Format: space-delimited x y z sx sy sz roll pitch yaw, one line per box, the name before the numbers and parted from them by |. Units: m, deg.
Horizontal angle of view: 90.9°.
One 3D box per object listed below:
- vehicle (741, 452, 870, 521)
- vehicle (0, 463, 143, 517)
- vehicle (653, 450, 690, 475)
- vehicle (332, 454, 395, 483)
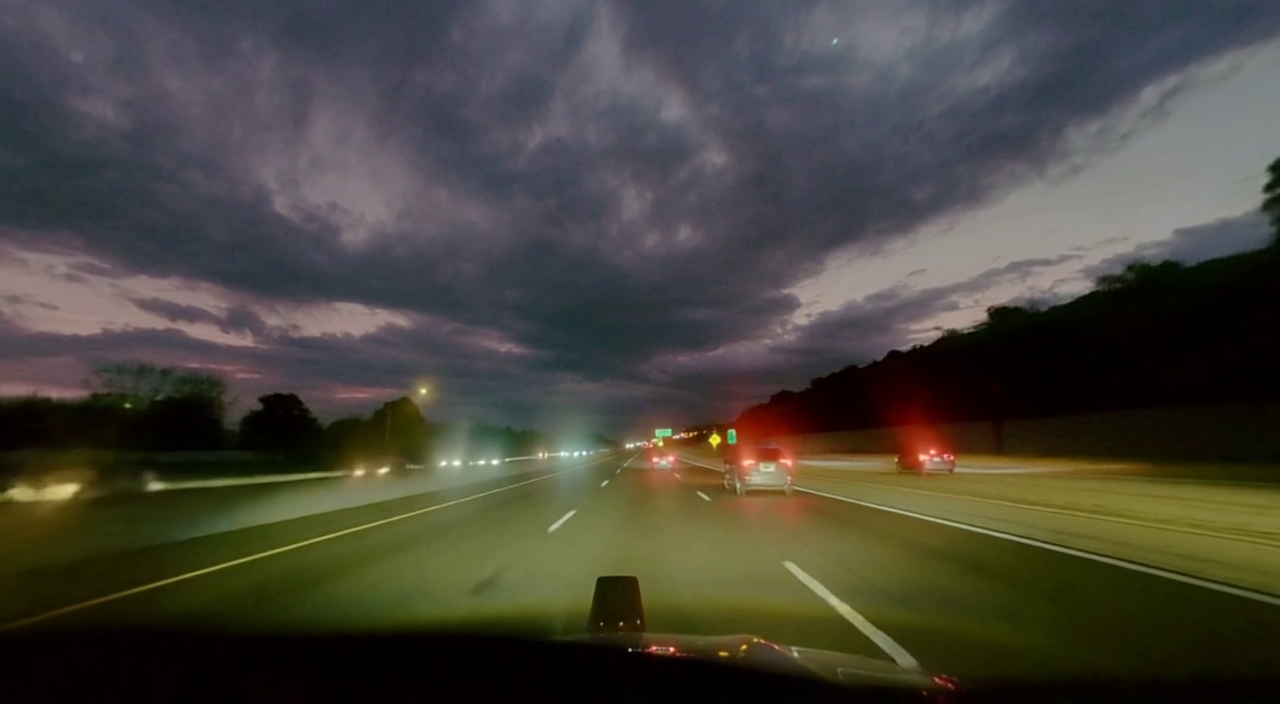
vehicle | 3.551 2.927 14.170 1.883 1.320 3.386 0 -9 -2
vehicle | -19.823 4.586 21.421 1.909 1.514 4.719 0 -9 1
vehicle | 1.886 6.782 38.913 2.065 1.400 4.028 0 -9 1
vehicle | -14.876 6.288 34.088 1.676 1.439 3.554 -1 -9 2
